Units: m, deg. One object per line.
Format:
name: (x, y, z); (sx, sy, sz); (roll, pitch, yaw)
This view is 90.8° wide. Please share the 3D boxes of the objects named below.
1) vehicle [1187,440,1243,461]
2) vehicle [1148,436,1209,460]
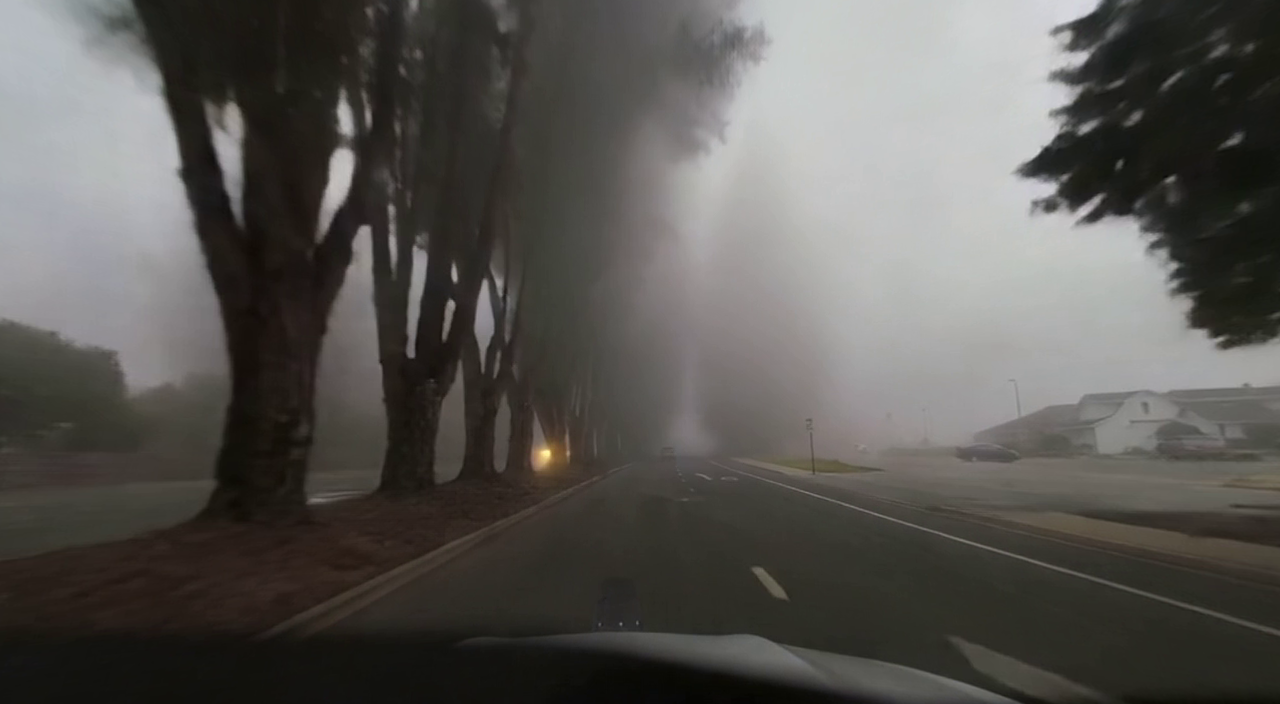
vehicle: (42.576, 7.276, 46.741); (4.028, 1.539, 1.815); (5, -10, -31)
vehicle: (42.269, 7.553, 49.571); (4.494, 1.782, 2.212); (5, -10, -32)
